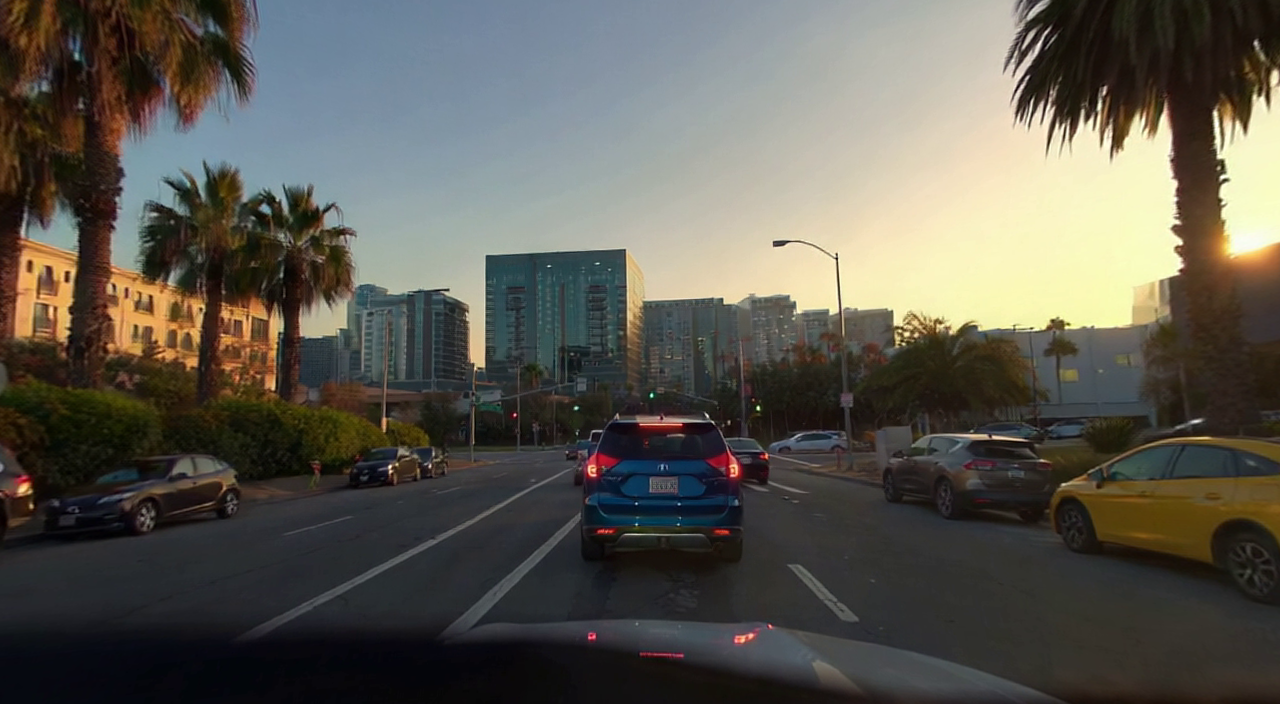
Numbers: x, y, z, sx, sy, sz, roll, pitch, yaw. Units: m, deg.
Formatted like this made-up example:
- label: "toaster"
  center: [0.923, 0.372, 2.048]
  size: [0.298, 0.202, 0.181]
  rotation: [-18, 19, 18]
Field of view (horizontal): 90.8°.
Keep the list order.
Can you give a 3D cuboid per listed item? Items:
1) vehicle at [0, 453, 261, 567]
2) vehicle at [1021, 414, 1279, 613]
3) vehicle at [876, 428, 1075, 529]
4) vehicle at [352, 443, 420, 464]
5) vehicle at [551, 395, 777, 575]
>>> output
- label: "vehicle"
  center: [-9.576, 2.793, 11.900]
  size: [2.054, 1.467, 4.595]
  rotation: [-3, -7, 0]
- label: "vehicle"
  center: [6.440, 1.602, 6.937]
  size: [1.935, 1.672, 4.139]
  rotation: [0, -8, 1]
- label: "vehicle"
  center: [6.667, 2.529, 13.244]
  size: [1.930, 1.736, 4.329]
  rotation: [-1, -8, 3]
- label: "vehicle"
  center: [-18.724, 7.486, 46.653]
  size: [1.759, 1.457, 4.297]
  rotation: [-7, -11, 39]
- label: "vehicle"
  center: [0.260, 1.656, 8.563]
  size: [2.264, 1.798, 4.258]
  rotation: [0, -8, 1]
